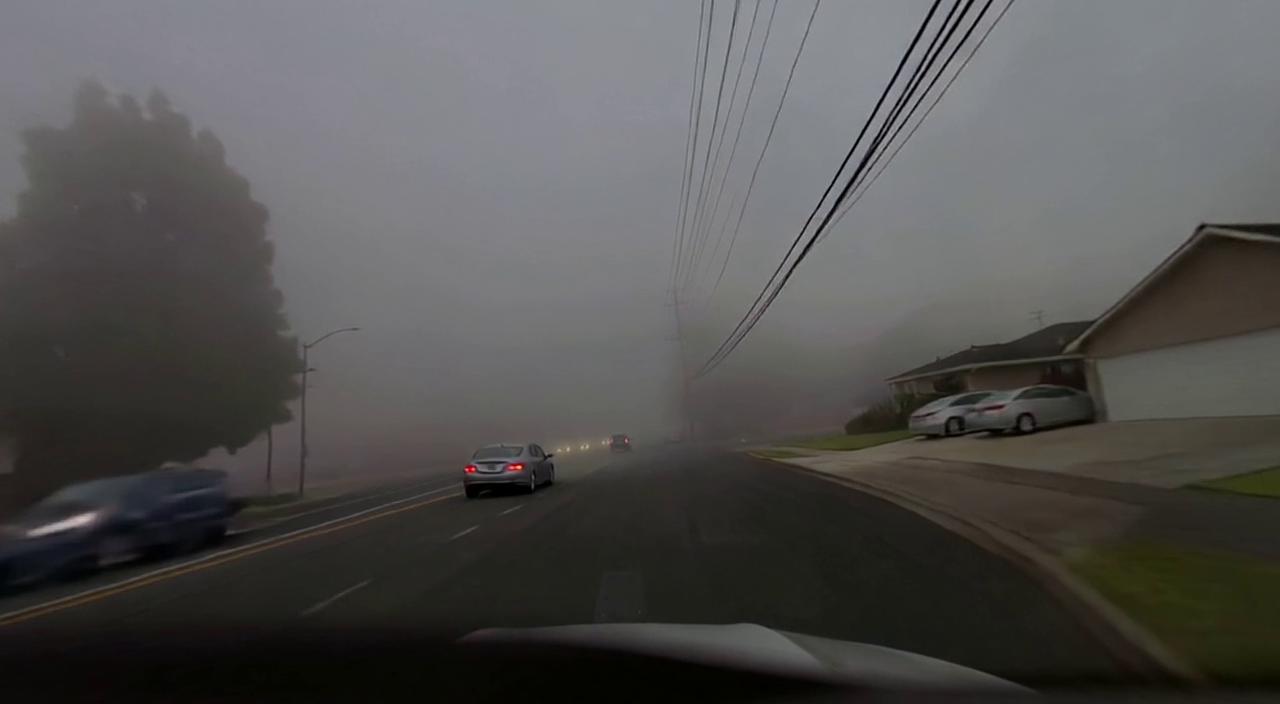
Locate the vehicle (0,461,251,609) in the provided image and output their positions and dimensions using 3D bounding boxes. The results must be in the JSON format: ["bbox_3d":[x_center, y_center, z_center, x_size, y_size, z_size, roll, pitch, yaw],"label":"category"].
[{"bbox_3d":[-8.175,2.438,9.342,1.960,1.506,4.714,0,-8,-2],"label":"vehicle"}]

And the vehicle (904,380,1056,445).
[{"bbox_3d":[10.539,2.050,20.171,2.121,1.799,5.124,0,-8,2],"label":"vehicle"}]

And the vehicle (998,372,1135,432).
[{"bbox_3d":[13.497,1.702,20.335,1.894,1.664,4.159,0,-8,7],"label":"vehicle"}]

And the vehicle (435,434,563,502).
[{"bbox_3d":[-3.354,2.860,16.139,2.041,1.471,4.602,0,-8,2],"label":"vehicle"}]
